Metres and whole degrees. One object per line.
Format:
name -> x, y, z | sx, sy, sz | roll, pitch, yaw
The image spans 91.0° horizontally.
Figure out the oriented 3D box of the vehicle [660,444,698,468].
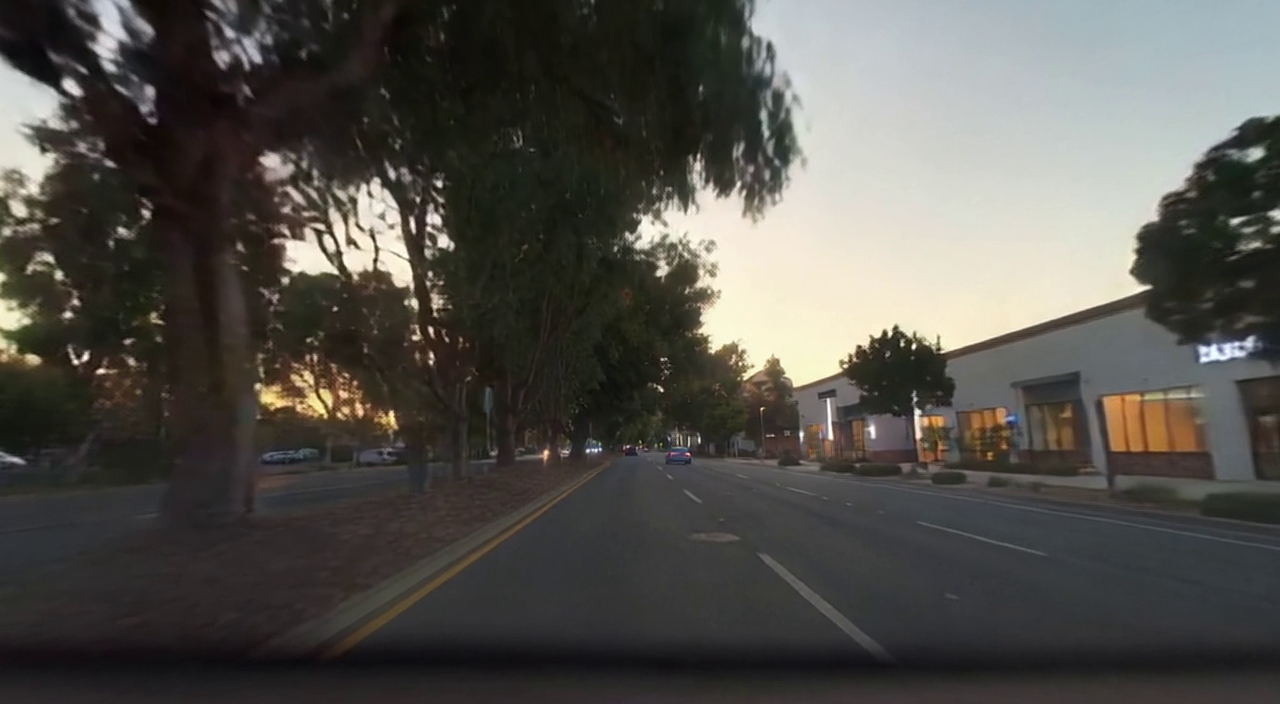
vehicle -> 2.484, 6.744, 41.048 | 2.015, 1.479, 4.444 | 0, -9, -2
